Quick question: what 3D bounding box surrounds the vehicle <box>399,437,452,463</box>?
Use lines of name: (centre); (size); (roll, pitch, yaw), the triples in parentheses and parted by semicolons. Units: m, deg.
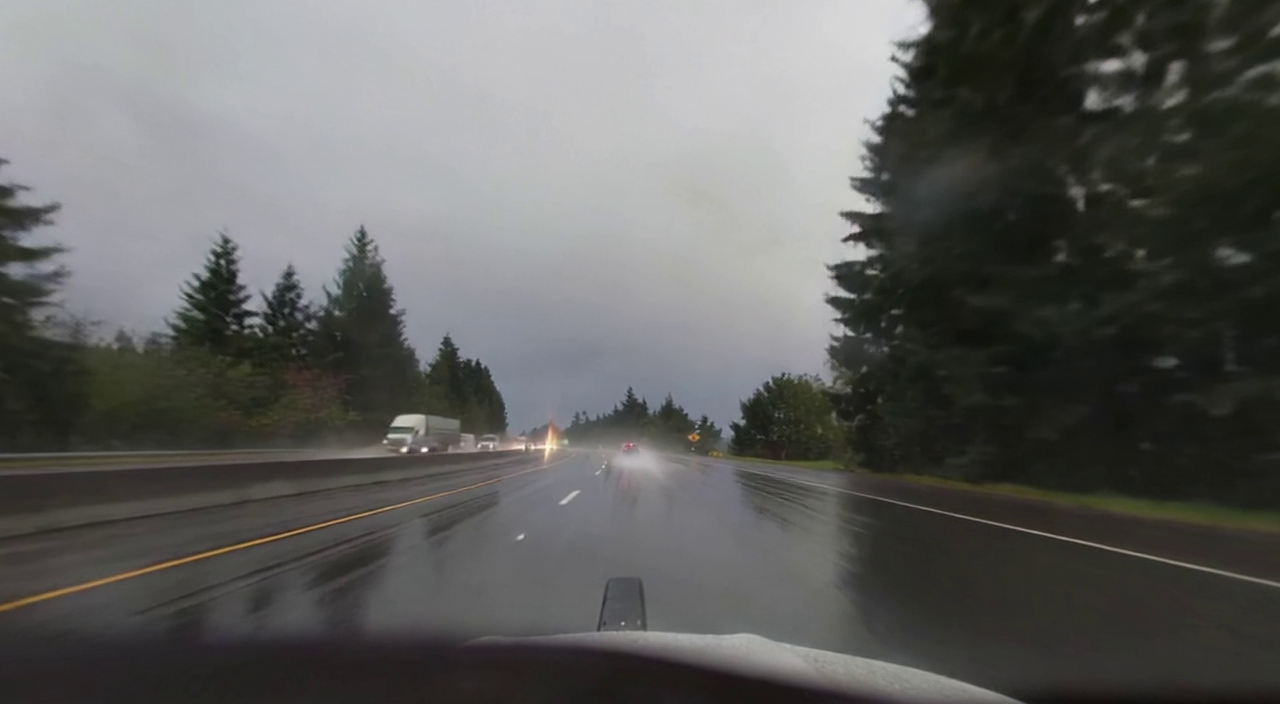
vehicle: (-12.950, 5.958, 38.335); (1.831, 1.512, 4.262); (0, -9, -2)
